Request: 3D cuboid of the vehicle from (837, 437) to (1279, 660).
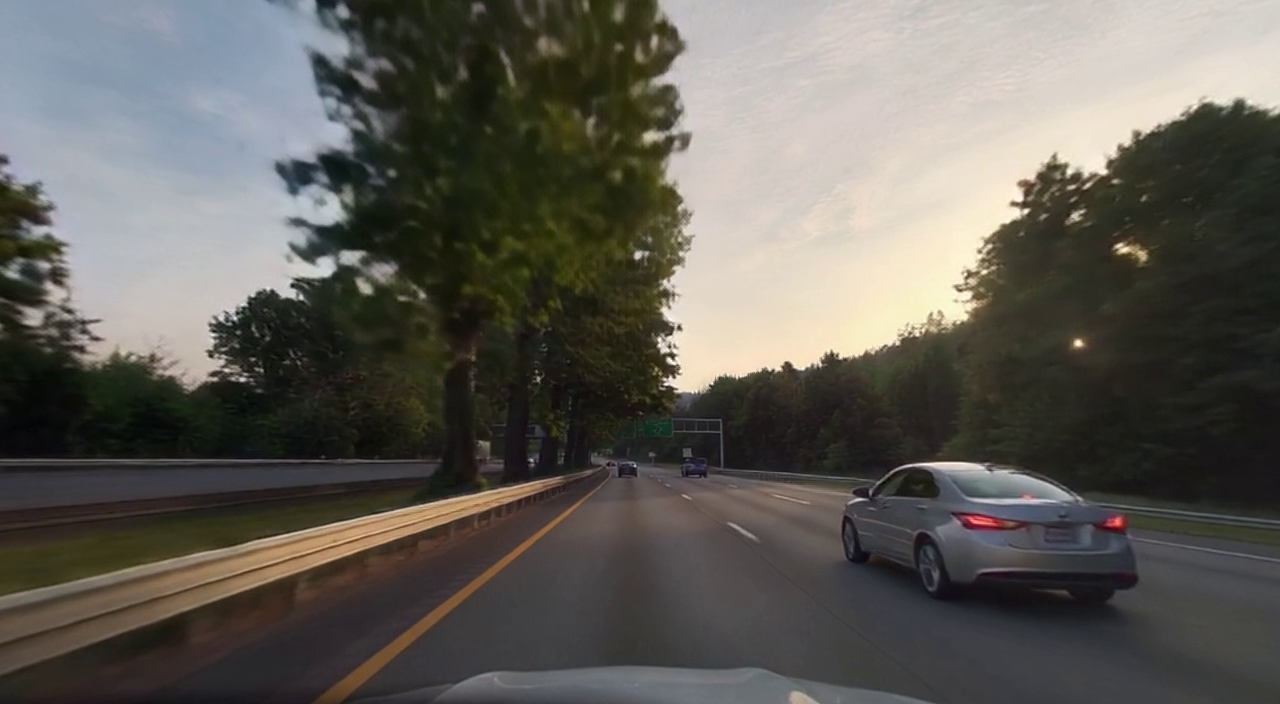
[{"bbox_3d":[3.967,1.897,6.997,2.132,1.662,4.180,1,-10,-1],"label":"vehicle"}]
